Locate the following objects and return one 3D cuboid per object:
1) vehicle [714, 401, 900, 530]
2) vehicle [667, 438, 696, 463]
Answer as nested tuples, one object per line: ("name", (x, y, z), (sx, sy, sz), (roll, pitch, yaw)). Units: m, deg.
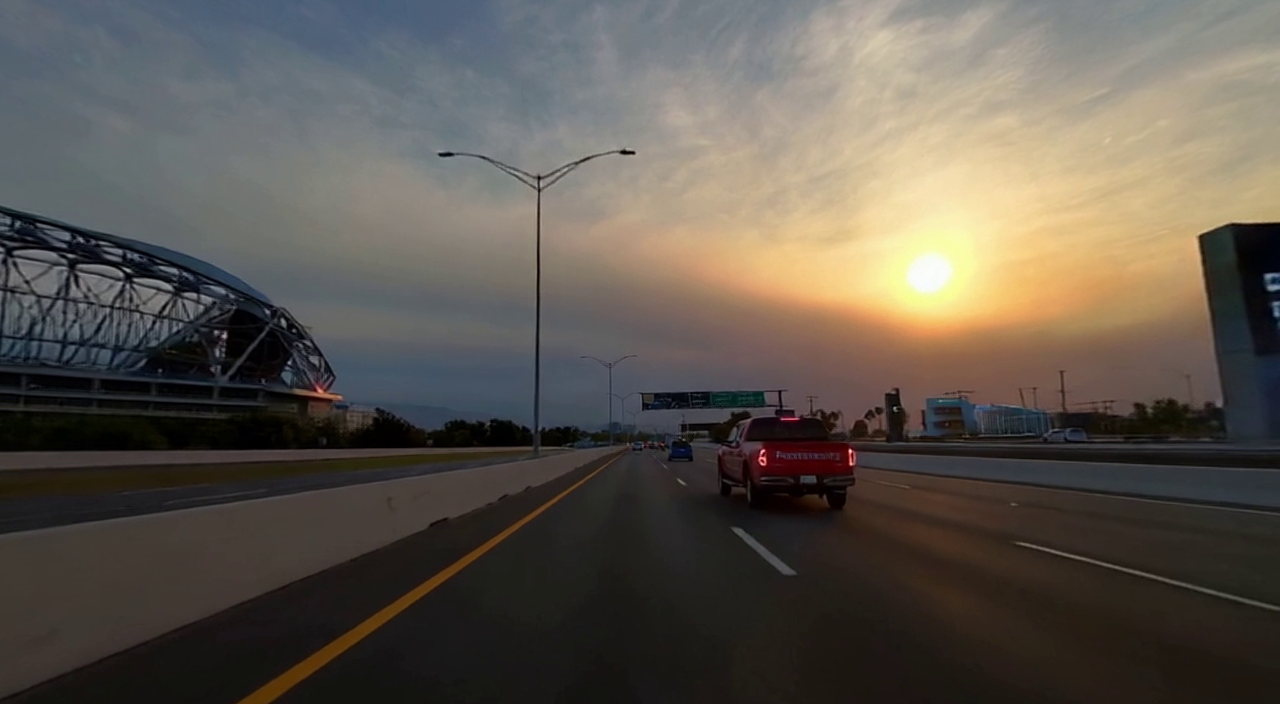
("vehicle", (2.908, 2.143, 12.452), (2.199, 2.002, 4.970), (0, -9, -1))
("vehicle", (3.110, 7.516, 48.188), (1.973, 1.774, 4.092), (0, -9, 0))
